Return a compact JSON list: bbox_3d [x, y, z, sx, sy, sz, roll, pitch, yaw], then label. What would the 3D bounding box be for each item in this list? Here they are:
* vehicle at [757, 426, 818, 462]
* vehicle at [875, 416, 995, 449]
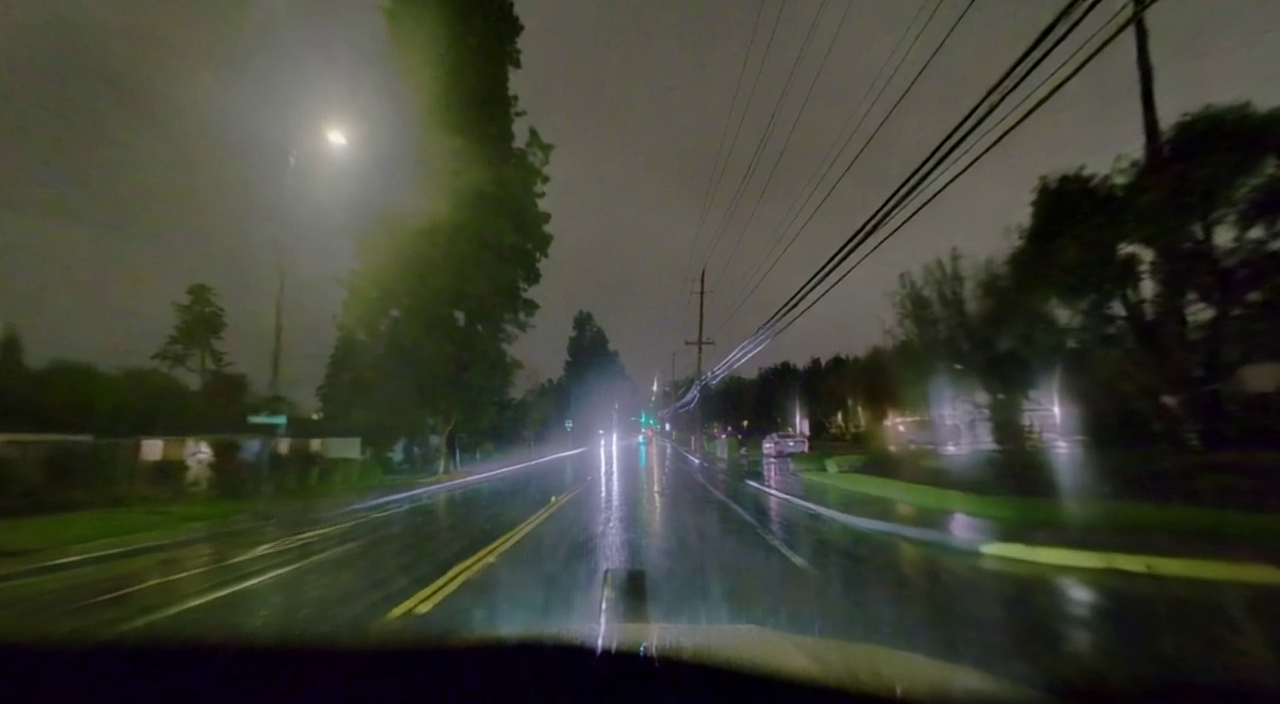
[{"bbox_3d":[7.221,4.556,31.270,2.071,1.510,4.418,-4,-9,2],"label":"vehicle"},{"bbox_3d":[14.317,3.968,30.826,4.848,1.509,1.976,-1,-9,7],"label":"vehicle"}]
